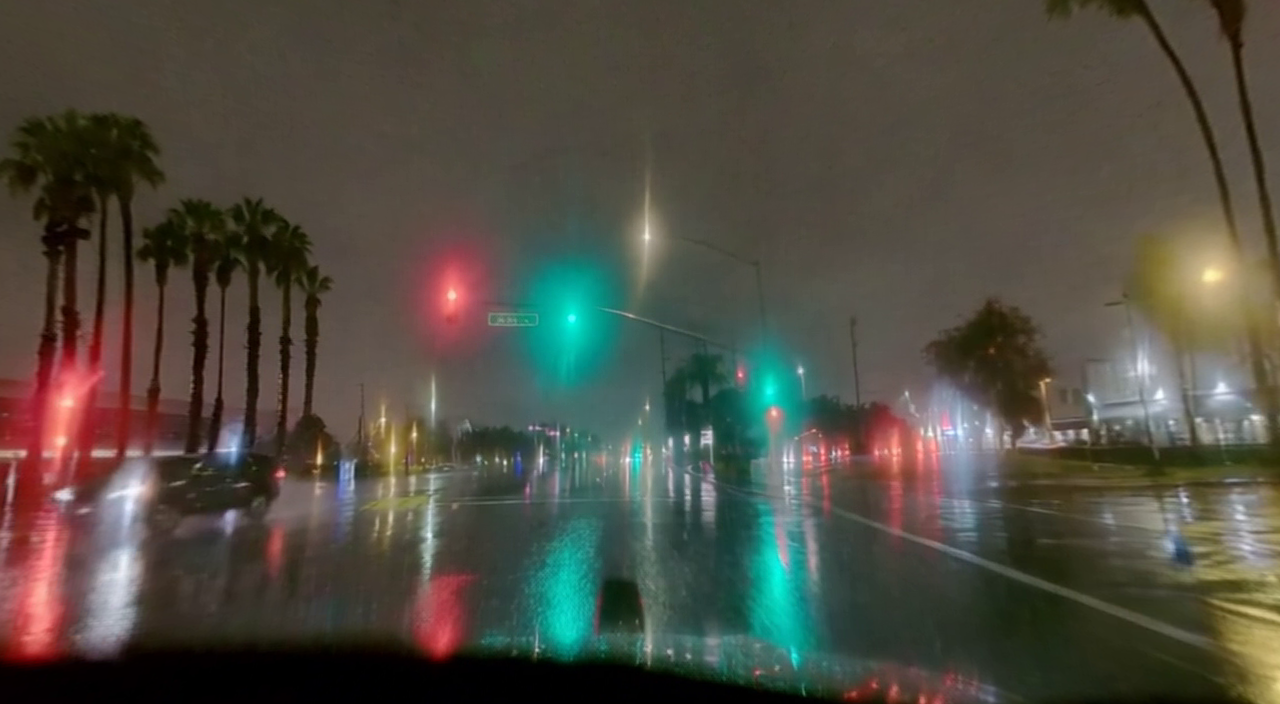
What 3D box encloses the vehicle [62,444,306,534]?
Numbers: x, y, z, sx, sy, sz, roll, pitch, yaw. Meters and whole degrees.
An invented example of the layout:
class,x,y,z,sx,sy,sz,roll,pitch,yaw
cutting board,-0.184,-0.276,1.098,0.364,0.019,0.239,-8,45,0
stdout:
class,x,y,z,sx,sy,sz,roll,pitch,yaw
vehicle,-10.706,3.194,15.449,2.270,1.833,4.860,0,-9,1
